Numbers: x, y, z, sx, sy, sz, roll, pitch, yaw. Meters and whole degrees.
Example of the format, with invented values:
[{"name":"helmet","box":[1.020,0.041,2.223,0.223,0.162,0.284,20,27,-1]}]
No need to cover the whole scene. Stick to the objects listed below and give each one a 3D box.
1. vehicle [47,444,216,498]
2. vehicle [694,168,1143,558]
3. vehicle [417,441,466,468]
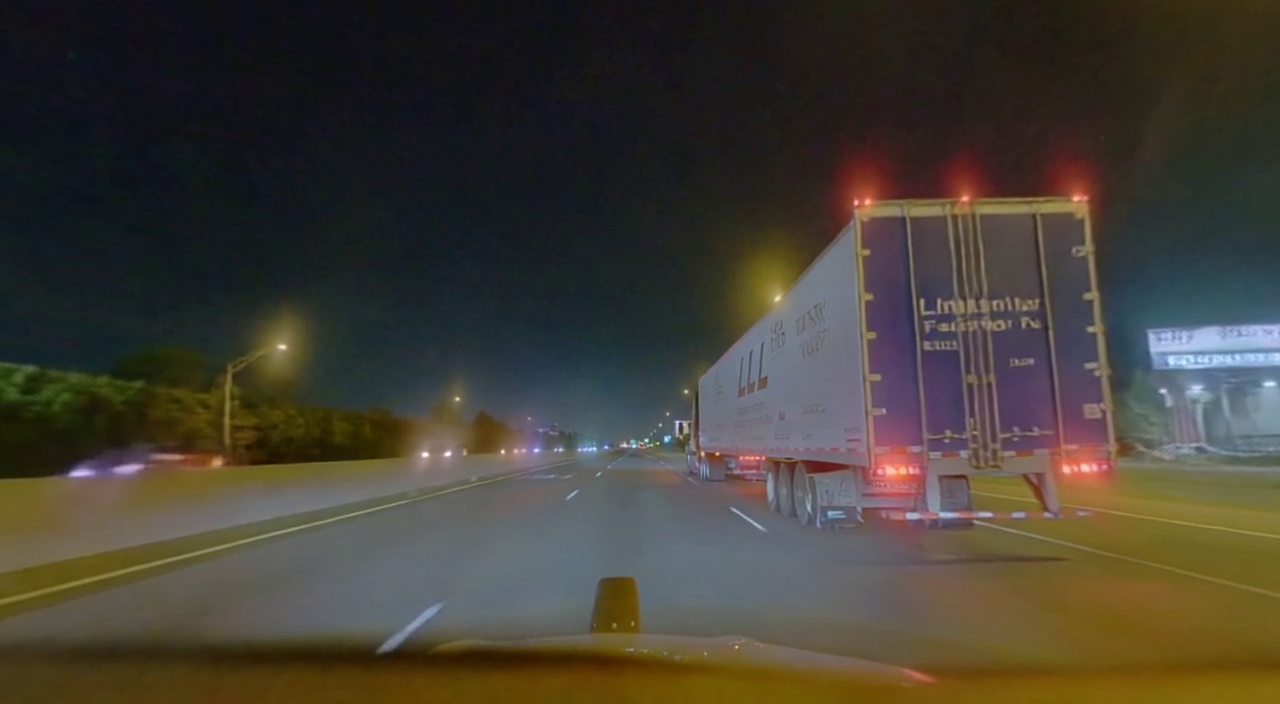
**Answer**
[{"name":"vehicle","box":[-14.848,3.458,18.769,1.825,1.400,3.849,0,-9,0]},{"name":"vehicle","box":[3.737,1.295,15.549,2.891,4.387,17.121,0,-9,-2]},{"name":"vehicle","box":[-10.633,5.531,34.105,1.545,1.371,3.313,0,-9,0]}]
